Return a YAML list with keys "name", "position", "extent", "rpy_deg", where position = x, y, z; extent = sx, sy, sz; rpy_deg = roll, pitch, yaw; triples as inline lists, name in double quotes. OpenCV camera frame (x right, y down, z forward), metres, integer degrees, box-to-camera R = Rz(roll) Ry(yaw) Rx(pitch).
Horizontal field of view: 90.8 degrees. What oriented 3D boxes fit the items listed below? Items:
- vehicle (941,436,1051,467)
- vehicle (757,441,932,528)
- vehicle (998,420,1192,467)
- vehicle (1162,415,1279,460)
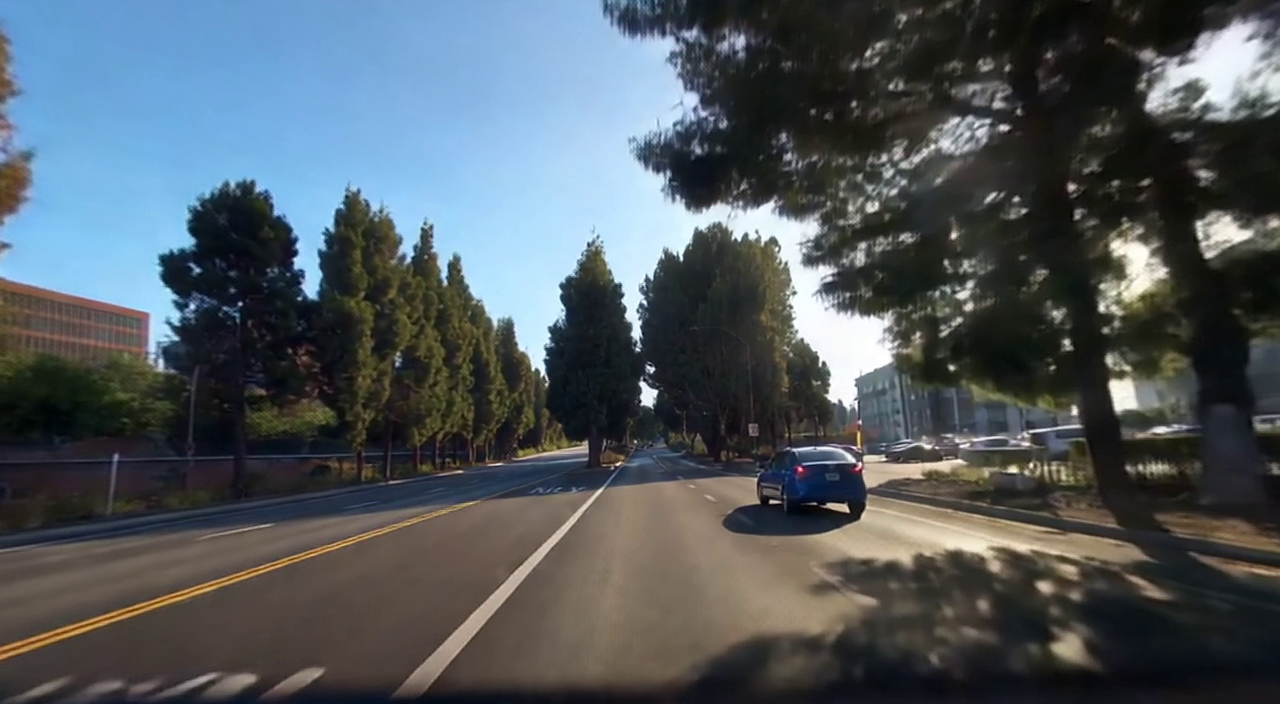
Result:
- name: "vehicle"
  position: [18.409, 5.147, 32.814]
  extent: [4.436, 1.556, 1.997]
  rpy_deg: [0, -9, -1]
- name: "vehicle"
  position: [3.955, 2.627, 13.199]
  extent: [2.114, 1.493, 4.430]
  rpy_deg: [0, -8, -1]
- name: "vehicle"
  position: [18.873, 3.840, 26.500]
  extent: [6.156, 1.801, 2.491]
  rpy_deg: [-1, -9, 1]
- name: "vehicle"
  position: [34.224, 5.040, 37.316]
  extent: [2.369, 2.475, 5.128]
  rpy_deg: [0, -7, 1]
